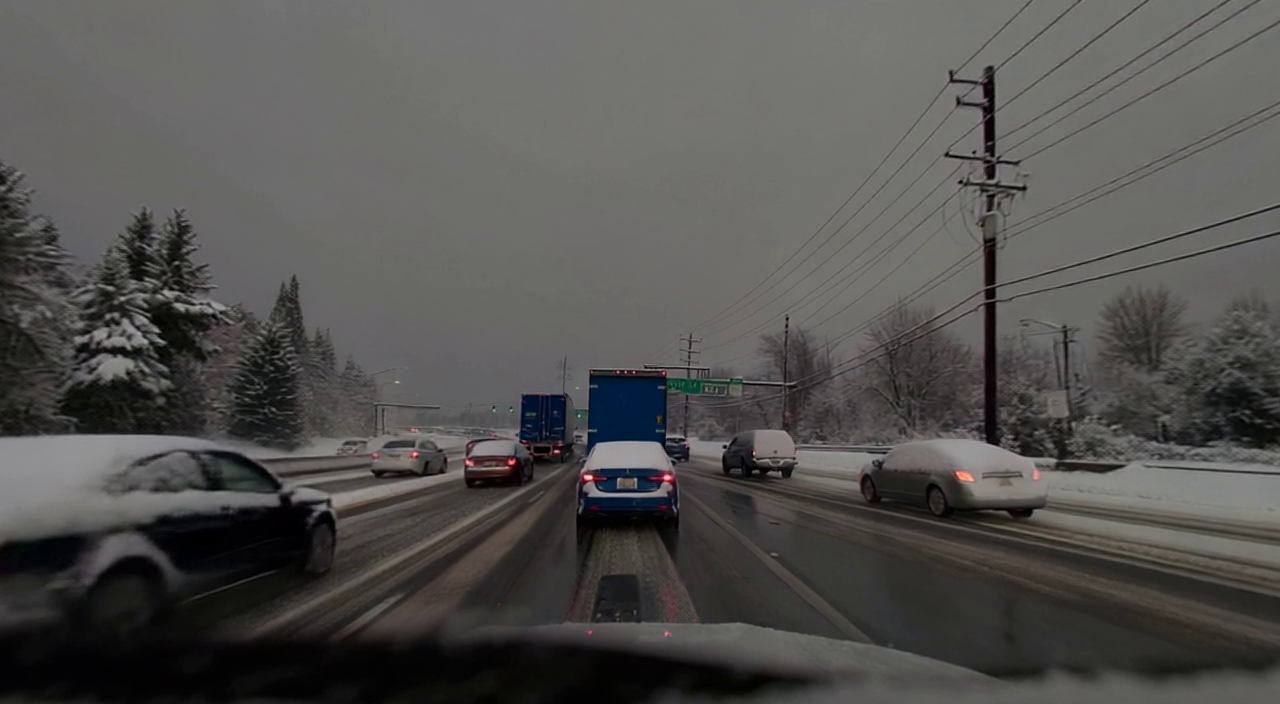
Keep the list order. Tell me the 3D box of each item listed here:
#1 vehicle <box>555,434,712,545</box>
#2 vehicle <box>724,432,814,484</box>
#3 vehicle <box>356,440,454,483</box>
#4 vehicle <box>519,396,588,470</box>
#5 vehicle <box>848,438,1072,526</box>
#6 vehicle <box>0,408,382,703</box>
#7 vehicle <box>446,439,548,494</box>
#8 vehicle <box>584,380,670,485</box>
[{"bbox_3d":[-0.203,2.159,10.581,2.112,1.463,4.012,0,-9,-3],"label":"vehicle"},{"bbox_3d":[4.532,3.816,22.914,2.023,1.676,4.002,1,-9,-6],"label":"vehicle"},{"bbox_3d":[-8.690,4.093,23.869,2.008,1.454,4.693,0,-9,-2],"label":"vehicle"},{"bbox_3d":[-5.796,6.097,45.951,3.150,4.298,17.928,0,-9,-2],"label":"vehicle"},{"bbox_3d":[5.909,2.426,12.372,1.878,1.406,4.164,1,-9,-6],"label":"vehicle"},{"bbox_3d":[-3.858,1.225,4.411,1.960,1.450,5.246,0,-9,-1],"label":"vehicle"},{"bbox_3d":[-4.214,3.458,19.550,2.090,1.463,4.968,0,-9,-1],"label":"vehicle"},{"bbox_3d":[-0.613,3.348,25.619,2.909,3.518,8.262,0,-9,-2],"label":"vehicle"}]
